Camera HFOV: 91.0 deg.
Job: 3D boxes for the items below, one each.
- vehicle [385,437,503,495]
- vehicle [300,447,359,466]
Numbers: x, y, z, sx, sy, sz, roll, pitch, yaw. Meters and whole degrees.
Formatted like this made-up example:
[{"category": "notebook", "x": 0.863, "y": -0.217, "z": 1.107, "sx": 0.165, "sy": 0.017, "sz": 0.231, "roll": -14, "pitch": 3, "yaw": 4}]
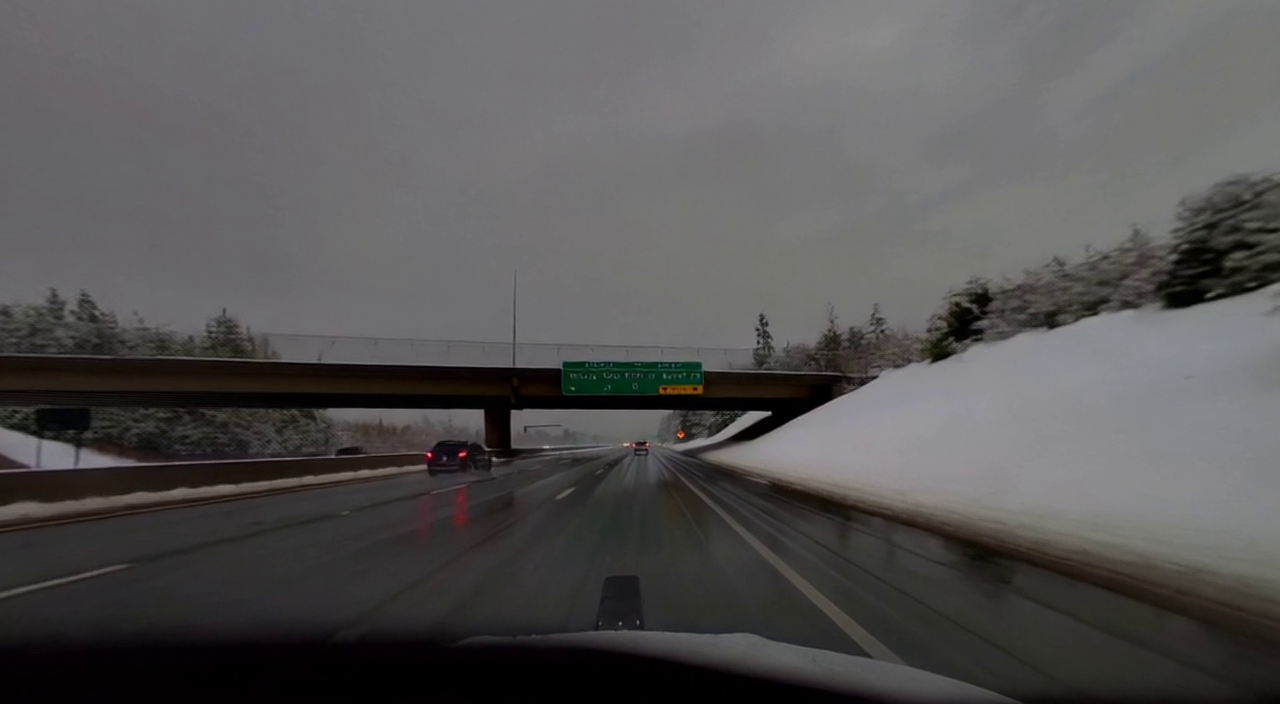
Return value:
[{"category": "vehicle", "x": -5.785, "y": 3.424, "z": 19.338, "sx": 1.916, "sy": 1.545, "sz": 4.757, "roll": 0, "pitch": -8, "yaw": 2}, {"category": "vehicle", "x": -24.334, "y": 8.171, "z": 49.542, "sx": 2.118, "sy": 1.401, "sz": 4.761, "roll": 0, "pitch": -9, "yaw": 2}]
